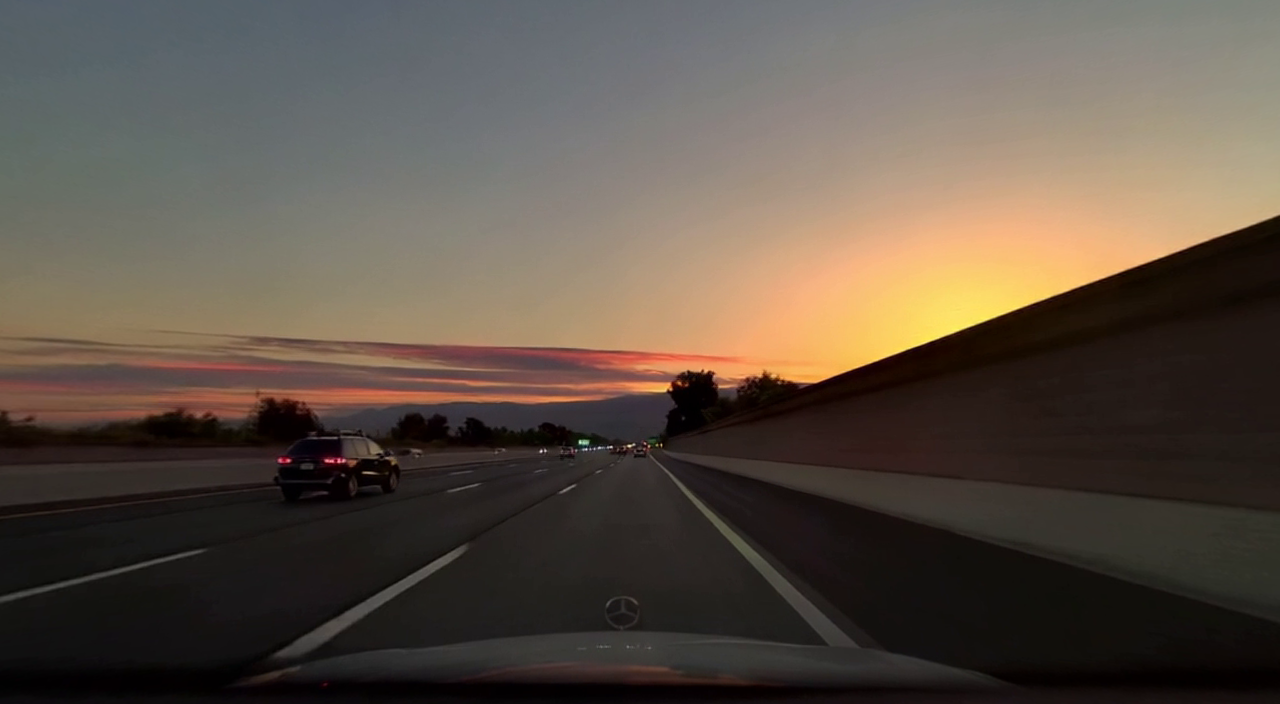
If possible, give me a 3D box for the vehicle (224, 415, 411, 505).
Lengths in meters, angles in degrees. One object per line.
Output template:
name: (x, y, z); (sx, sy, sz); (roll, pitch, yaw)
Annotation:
vehicle: (-8.014, 2.752, 16.389); (2.163, 1.947, 4.959); (0, -9, 1)
